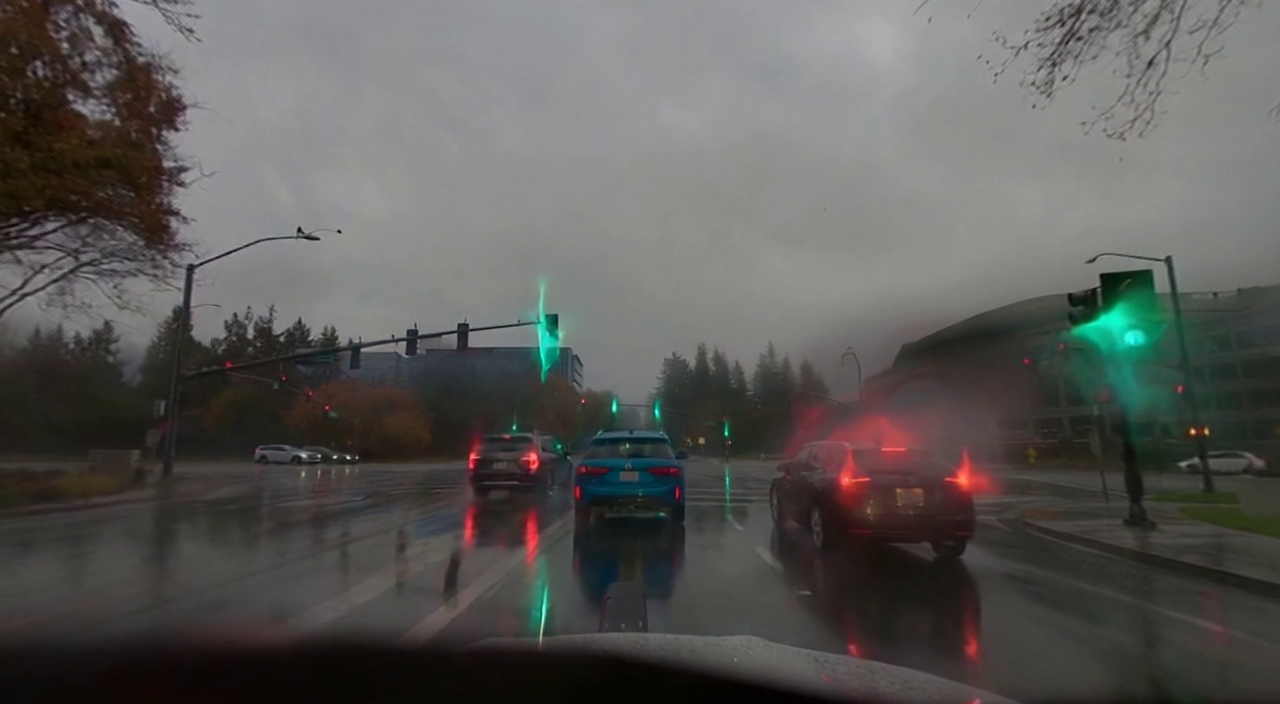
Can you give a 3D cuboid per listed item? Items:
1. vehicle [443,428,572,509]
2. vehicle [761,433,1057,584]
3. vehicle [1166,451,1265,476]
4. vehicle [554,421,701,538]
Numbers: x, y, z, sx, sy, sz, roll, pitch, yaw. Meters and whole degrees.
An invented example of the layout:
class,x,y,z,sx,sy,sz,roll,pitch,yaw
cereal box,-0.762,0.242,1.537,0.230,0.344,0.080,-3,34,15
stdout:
class,x,y,z,sx,sy,sz,roll,pitch,yaw
vehicle,-2.944,2.689,14.922,1.987,1.633,4.005,0,-8,3
vehicle,3.081,1.877,8.483,2.056,1.468,4.520,0,-8,1
vehicle,40.424,7.826,44.205,4.705,1.631,2.053,-1,-8,5
vehicle,-0.171,2.151,11.206,2.108,1.654,4.235,0,-8,0
